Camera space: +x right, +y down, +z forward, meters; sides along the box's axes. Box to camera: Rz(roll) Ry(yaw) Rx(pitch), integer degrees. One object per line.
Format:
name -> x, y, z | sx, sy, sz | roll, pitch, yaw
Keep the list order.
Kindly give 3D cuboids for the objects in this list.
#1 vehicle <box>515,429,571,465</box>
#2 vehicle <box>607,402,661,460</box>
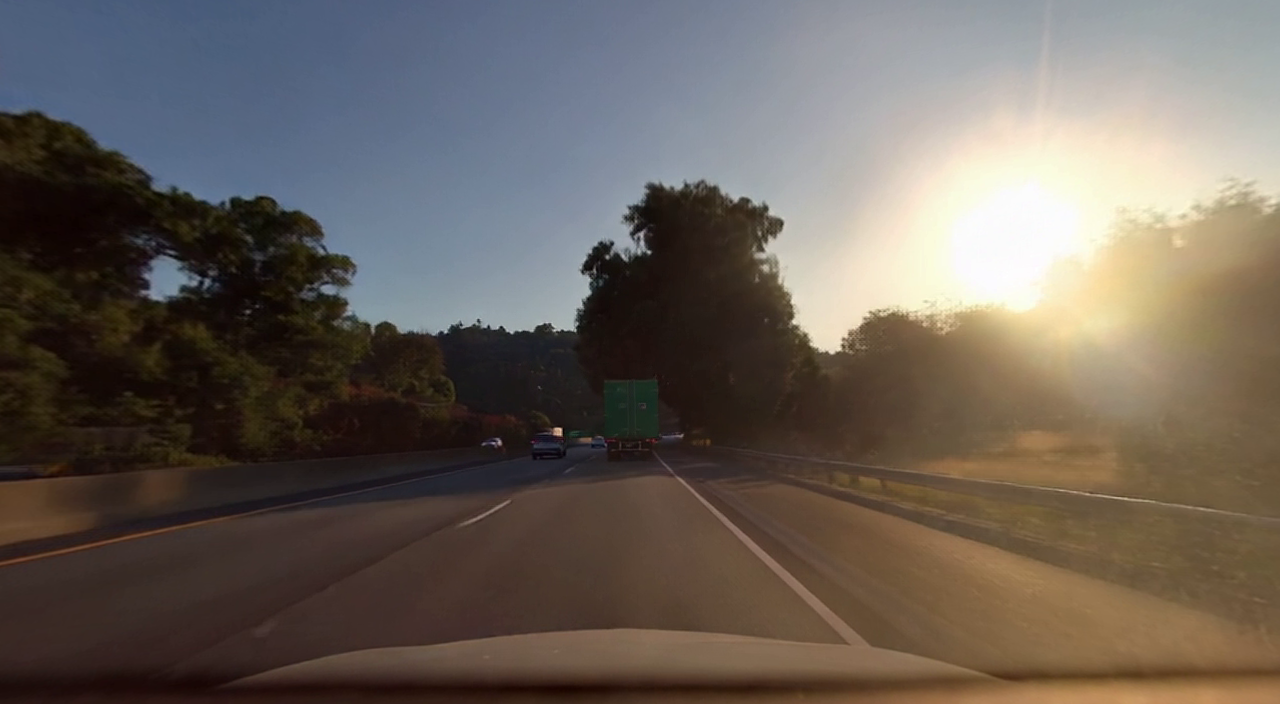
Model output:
vehicle -> -4.901, 4.878, 32.504 | 2.138, 1.697, 4.587 | 0, -8, 1
vehicle -> -0.269, 3.482, 27.730 | 2.319, 2.461, 1.270 | 0, -8, -1
